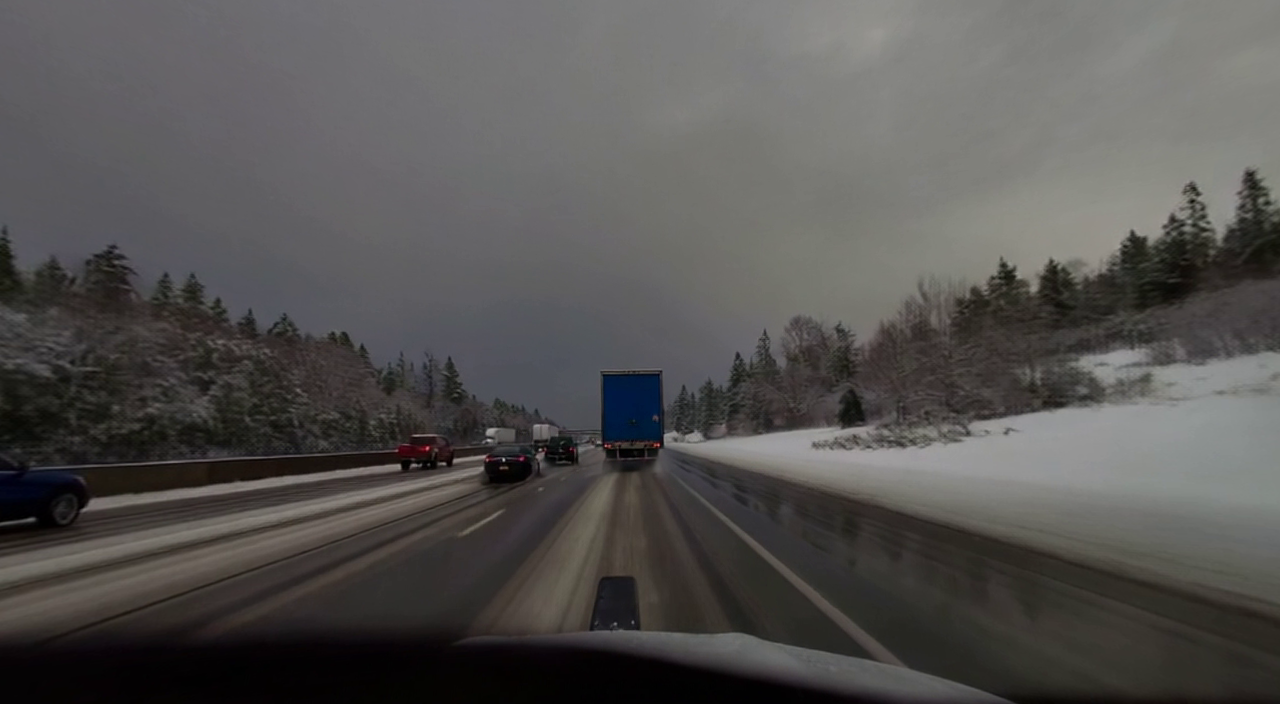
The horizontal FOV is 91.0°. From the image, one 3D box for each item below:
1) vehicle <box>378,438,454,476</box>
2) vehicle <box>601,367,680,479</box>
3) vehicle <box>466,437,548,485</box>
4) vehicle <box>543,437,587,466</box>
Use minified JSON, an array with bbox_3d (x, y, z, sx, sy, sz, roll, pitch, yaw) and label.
[{"bbox_3d":[-10.211,4.801,29.039,1.952,1.590,4.090,0,-8,1],"label":"vehicle"},{"bbox_3d":[-0.222,3.371,28.739,2.913,4.113,10.724,0,-8,-2],"label":"vehicle"},{"bbox_3d":[-4.835,4.003,23.474,2.164,1.582,3.979,0,-8,0],"label":"vehicle"},{"bbox_3d":[-4.553,6.089,38.790,2.158,1.680,4.087,0,-8,0],"label":"vehicle"}]
